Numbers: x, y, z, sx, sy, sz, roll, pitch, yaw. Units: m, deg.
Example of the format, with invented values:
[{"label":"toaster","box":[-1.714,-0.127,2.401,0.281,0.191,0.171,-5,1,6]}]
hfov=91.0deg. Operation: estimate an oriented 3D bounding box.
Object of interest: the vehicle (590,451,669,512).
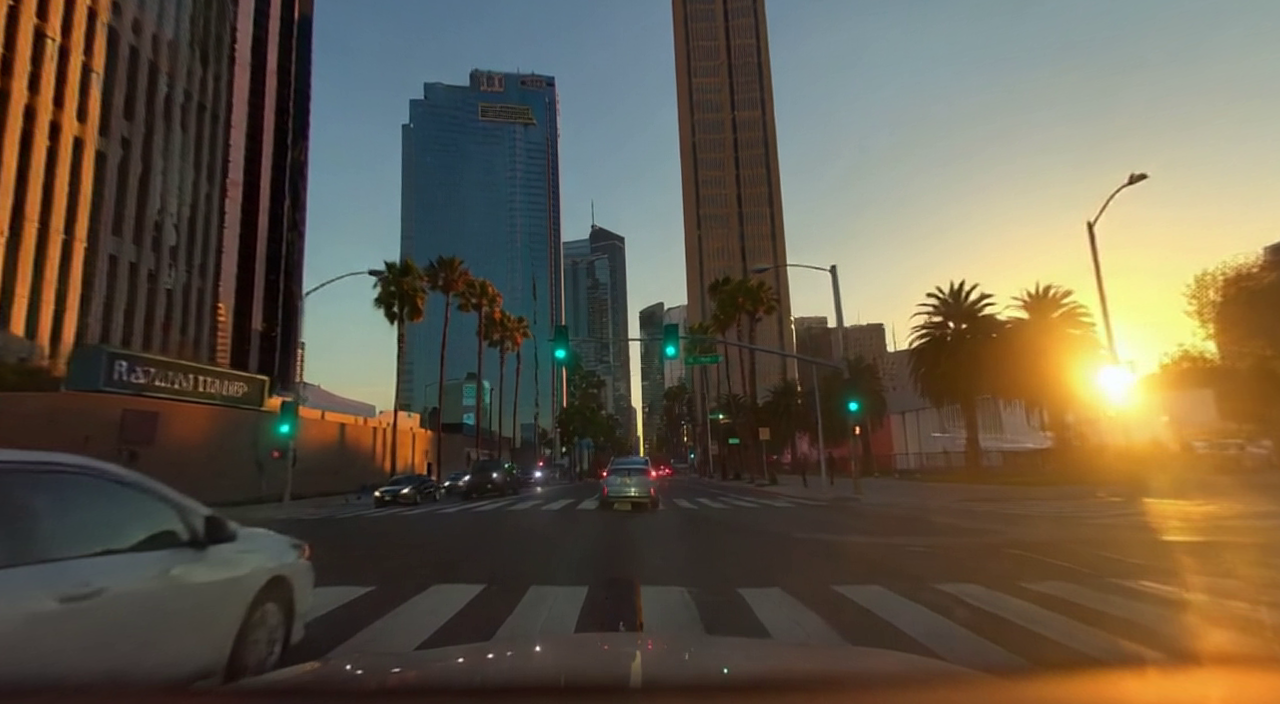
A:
[{"label":"vehicle","box":[-0.303,3.850,19.186,2.145,1.632,3.972,0,-9,-1]}]

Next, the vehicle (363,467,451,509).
[{"label":"vehicle","box":[-9.653,5.662,26.540,1.977,1.475,4.491,0,-9,0]}]

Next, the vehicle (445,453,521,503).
[{"label":"vehicle","box":[-6.694,5.396,27.371,2.070,1.893,4.738,0,-9,0]}]

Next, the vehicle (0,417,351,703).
[{"label":"vehicle","box":[-3.289,1.031,2.516,2.096,1.492,4.666,0,-9,-1]}]
